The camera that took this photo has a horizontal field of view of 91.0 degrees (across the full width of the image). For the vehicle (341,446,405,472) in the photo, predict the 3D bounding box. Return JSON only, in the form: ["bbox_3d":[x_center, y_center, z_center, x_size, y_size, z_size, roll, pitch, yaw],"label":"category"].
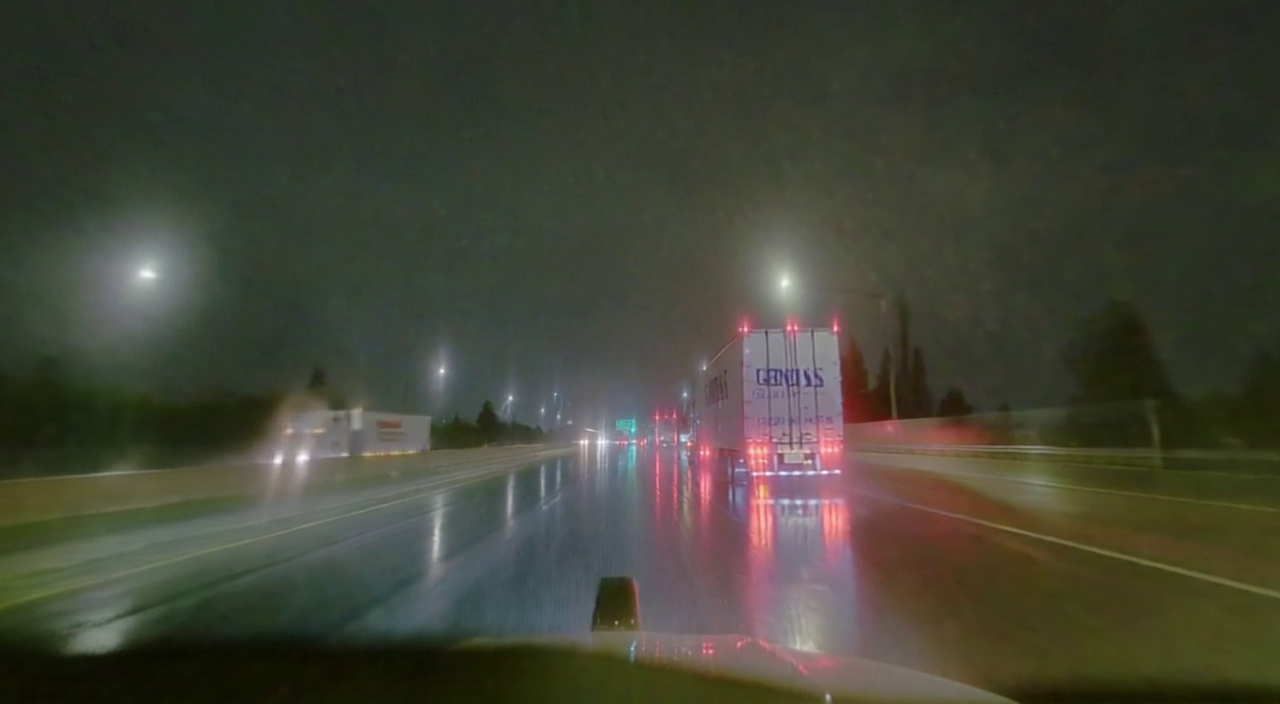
[{"bbox_3d":[-16.313,6.519,38.685,1.916,1.450,4.484,0,-8,0],"label":"vehicle"}]

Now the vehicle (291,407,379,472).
[{"bbox_3d":[-20.599,5.947,42.907,2.959,4.062,5.944,0,-8,-1],"label":"vehicle"}]

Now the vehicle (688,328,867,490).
[{"bbox_3d":[3.986,2.421,23.103,2.976,4.064,14.619,0,-8,-1],"label":"vehicle"}]
